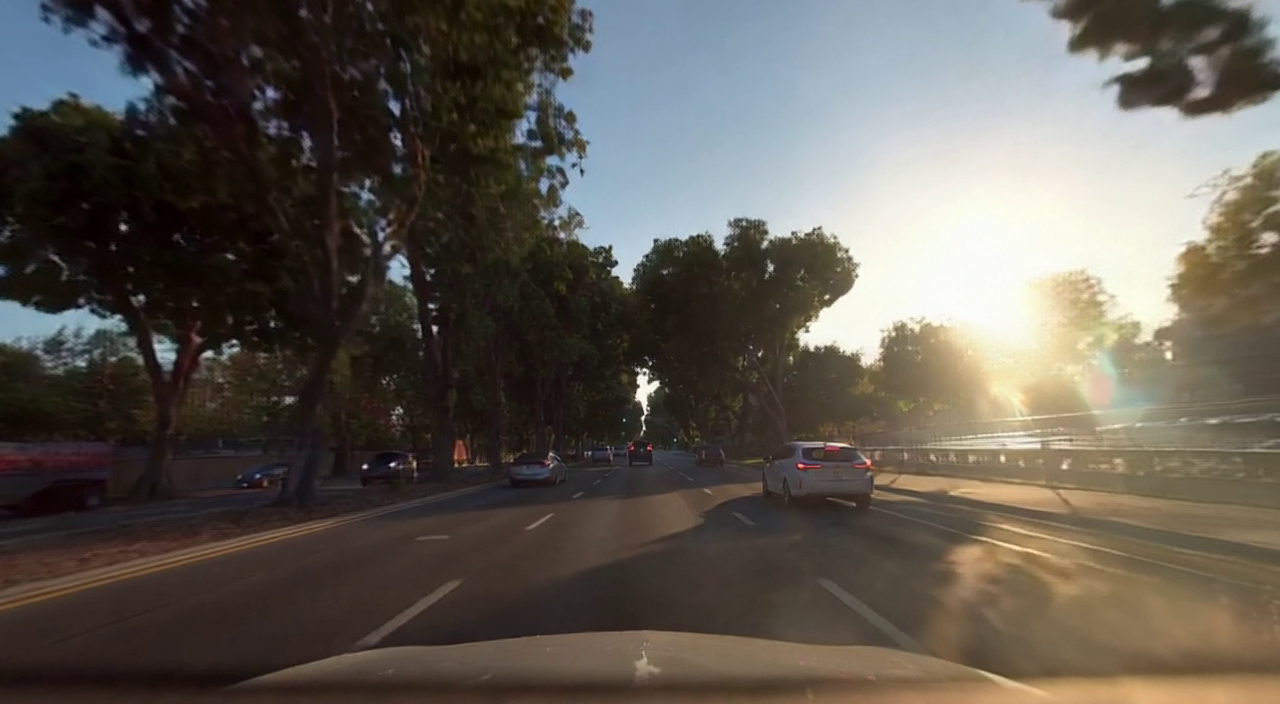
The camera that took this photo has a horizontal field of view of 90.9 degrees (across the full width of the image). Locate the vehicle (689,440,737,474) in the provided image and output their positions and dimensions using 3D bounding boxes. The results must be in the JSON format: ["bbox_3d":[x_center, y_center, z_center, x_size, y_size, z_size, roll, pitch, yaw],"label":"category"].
[{"bbox_3d":[3.846,5.617,34.008,1.980,1.709,4.367,0,-9,-1],"label":"vehicle"}]

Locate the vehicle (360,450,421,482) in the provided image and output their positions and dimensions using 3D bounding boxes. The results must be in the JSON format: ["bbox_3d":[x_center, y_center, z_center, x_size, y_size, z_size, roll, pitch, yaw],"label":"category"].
[{"bbox_3d":[-16.334,7.465,41.603,2.011,1.892,4.711,0,-8,1],"label":"vehicle"}]

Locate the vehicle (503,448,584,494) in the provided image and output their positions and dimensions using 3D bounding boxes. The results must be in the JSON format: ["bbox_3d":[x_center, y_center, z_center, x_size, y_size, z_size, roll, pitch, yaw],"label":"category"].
[{"bbox_3d":[-3.050,3.842,20.782,2.013,1.354,3.908,0,-9,0],"label":"vehicle"}]

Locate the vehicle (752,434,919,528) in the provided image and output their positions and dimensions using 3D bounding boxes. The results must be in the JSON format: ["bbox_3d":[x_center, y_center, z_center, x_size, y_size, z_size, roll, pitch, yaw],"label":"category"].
[{"bbox_3d":[3.564,2.424,12.422,1.919,1.502,4.232,0,-9,0],"label":"vehicle"}]

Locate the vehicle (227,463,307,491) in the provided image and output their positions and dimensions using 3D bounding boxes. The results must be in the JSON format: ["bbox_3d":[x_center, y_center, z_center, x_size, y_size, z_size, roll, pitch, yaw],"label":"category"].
[{"bbox_3d":[-22.535,7.549,38.299,1.908,1.483,4.835,0,-9,0],"label":"vehicle"}]

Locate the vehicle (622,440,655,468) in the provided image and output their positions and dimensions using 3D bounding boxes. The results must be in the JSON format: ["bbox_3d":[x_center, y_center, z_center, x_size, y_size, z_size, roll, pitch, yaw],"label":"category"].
[{"bbox_3d":[-0.137,7.226,44.946,2.247,1.882,4.603,0,-9,-1],"label":"vehicle"}]

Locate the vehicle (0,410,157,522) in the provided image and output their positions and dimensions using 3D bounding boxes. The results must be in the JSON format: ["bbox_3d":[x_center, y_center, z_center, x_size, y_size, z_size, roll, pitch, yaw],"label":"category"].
[{"bbox_3d":[-22.986,4.042,22.530,2.833,3.735,11.042,0,-8,-1],"label":"vehicle"}]
